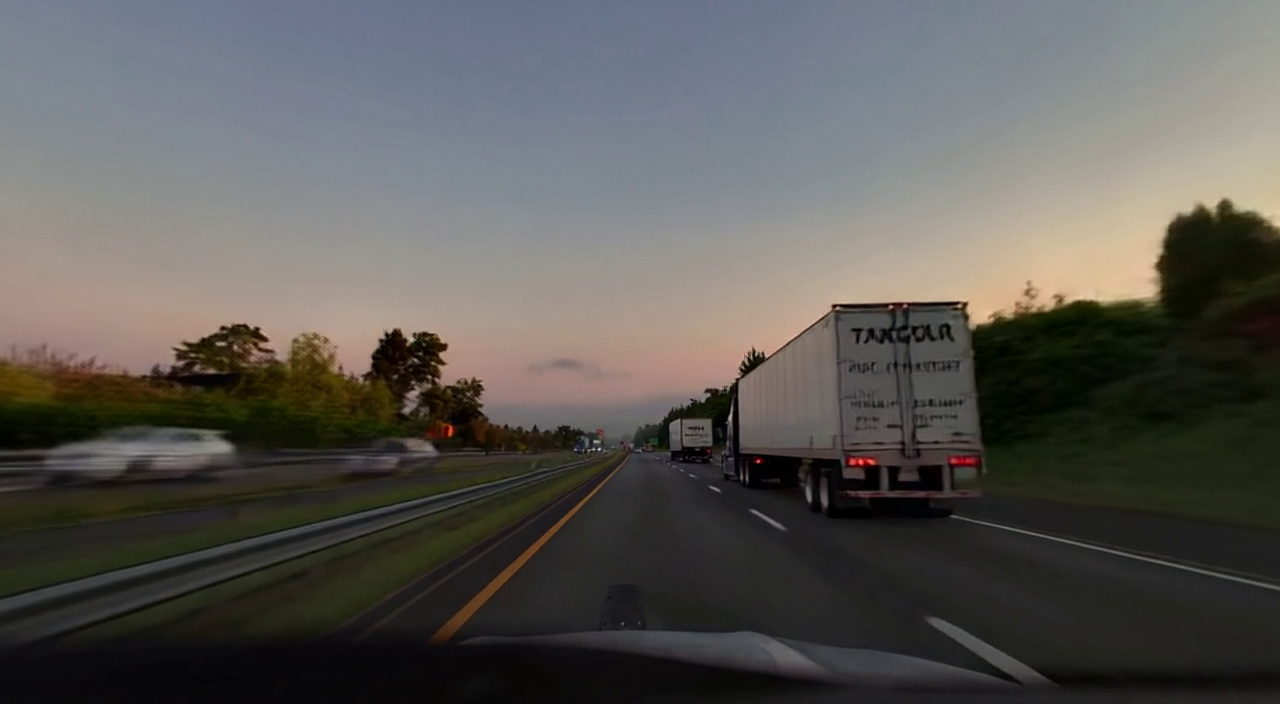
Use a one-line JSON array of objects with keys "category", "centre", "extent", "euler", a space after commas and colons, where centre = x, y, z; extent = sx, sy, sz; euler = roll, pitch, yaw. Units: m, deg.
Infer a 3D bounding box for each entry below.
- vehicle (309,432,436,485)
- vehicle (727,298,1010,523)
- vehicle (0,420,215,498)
[{"category": "vehicle", "centre": [-8.008, 3.250, 19.371], "extent": [2.029, 1.440, 4.247], "euler": [0, -9, 0]}, {"category": "vehicle", "centre": [5.090, 2.109, 18.569], "extent": [2.929, 4.093, 14.258], "euler": [0, -9, 0]}, {"category": "vehicle", "centre": [-11.466, 2.298, 13.700], "extent": [1.794, 1.456, 3.754], "euler": [0, -9, 0]}]
